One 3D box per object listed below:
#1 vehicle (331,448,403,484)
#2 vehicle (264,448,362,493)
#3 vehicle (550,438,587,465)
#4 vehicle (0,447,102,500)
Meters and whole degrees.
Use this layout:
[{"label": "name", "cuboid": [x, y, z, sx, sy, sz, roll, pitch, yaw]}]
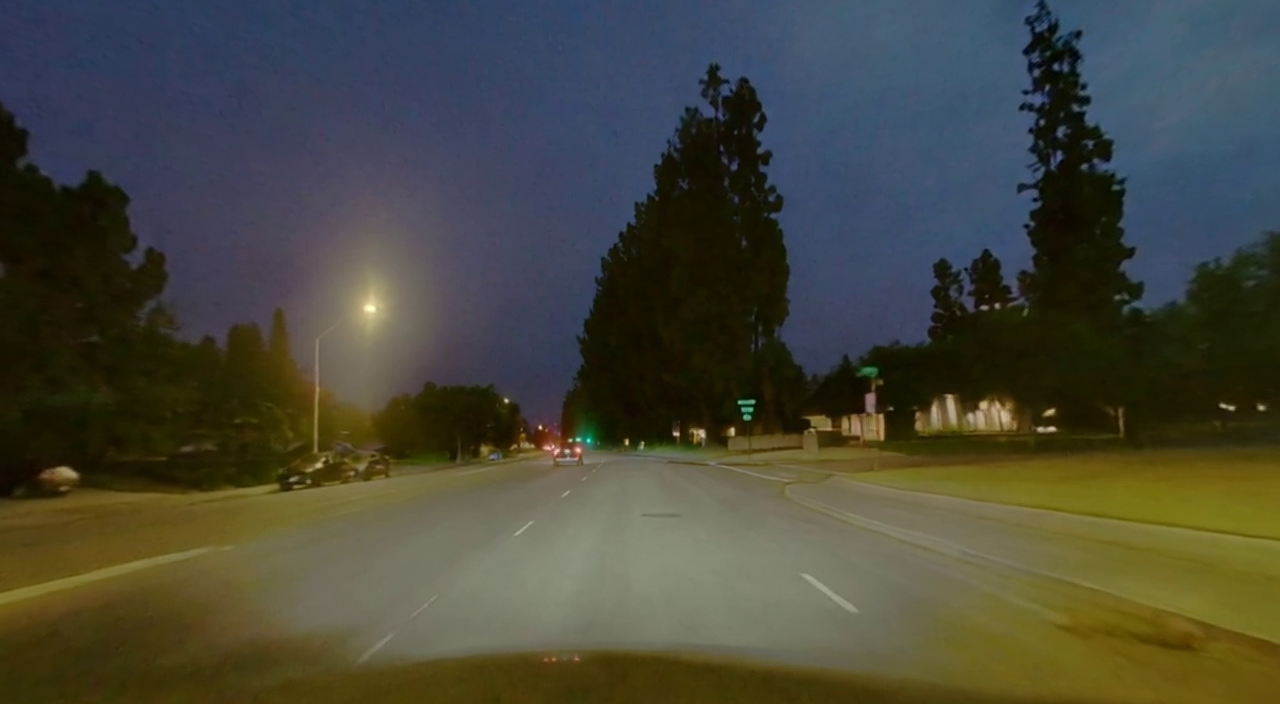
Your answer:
[{"label": "vehicle", "cuboid": [-14.511, 6.038, 33.894, 1.968, 1.727, 4.548, 0, -8, -2]}, {"label": "vehicle", "cuboid": [-14.413, 5.194, 28.201, 1.966, 1.760, 4.604, 0, -8, -1]}, {"label": "vehicle", "cuboid": [-4.790, 6.726, 42.886, 2.135, 1.731, 4.232, 0, -8, -1]}, {"label": "vehicle", "cuboid": [-22.230, 4.226, 22.188, 4.887, 1.711, 2.014, -1, -8, 3]}]
